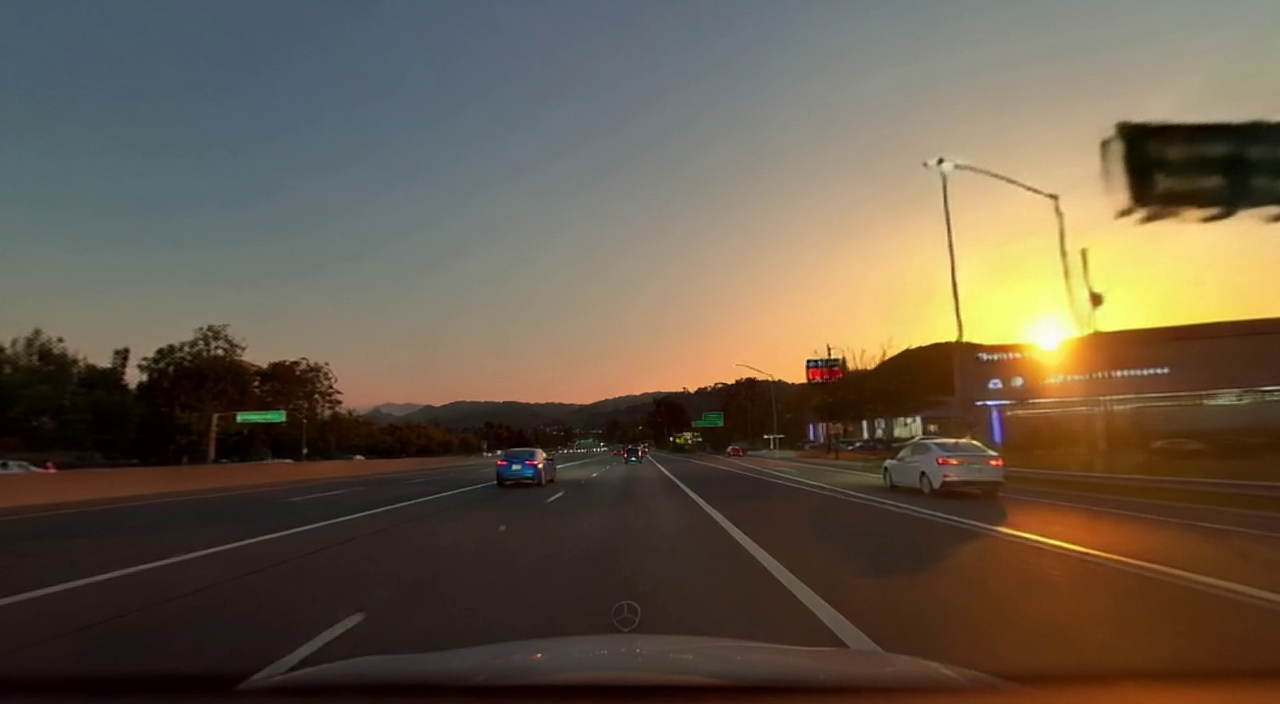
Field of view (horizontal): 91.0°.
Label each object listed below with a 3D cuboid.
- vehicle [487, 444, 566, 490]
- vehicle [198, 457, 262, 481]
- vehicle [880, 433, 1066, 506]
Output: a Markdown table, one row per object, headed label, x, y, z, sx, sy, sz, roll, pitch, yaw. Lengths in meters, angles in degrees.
| label | x | y | z | sx | sy | sz | roll | pitch | yaw |
| --- | --- | --- | --- | --- | --- | --- | --- | --- | --- |
| vehicle | -4.140 | 4.278 | 23.686 | 2.071 | 1.553 | 4.388 | 0 | -9 | 1 |
| vehicle | -29.389 | 8.386 | 45.272 | 1.790 | 1.522 | 4.123 | 0 | -9 | 0 |
| vehicle | 8.236 | 2.966 | 16.355 | 2.035 | 1.566 | 5.409 | 0 | -9 | 2 |
